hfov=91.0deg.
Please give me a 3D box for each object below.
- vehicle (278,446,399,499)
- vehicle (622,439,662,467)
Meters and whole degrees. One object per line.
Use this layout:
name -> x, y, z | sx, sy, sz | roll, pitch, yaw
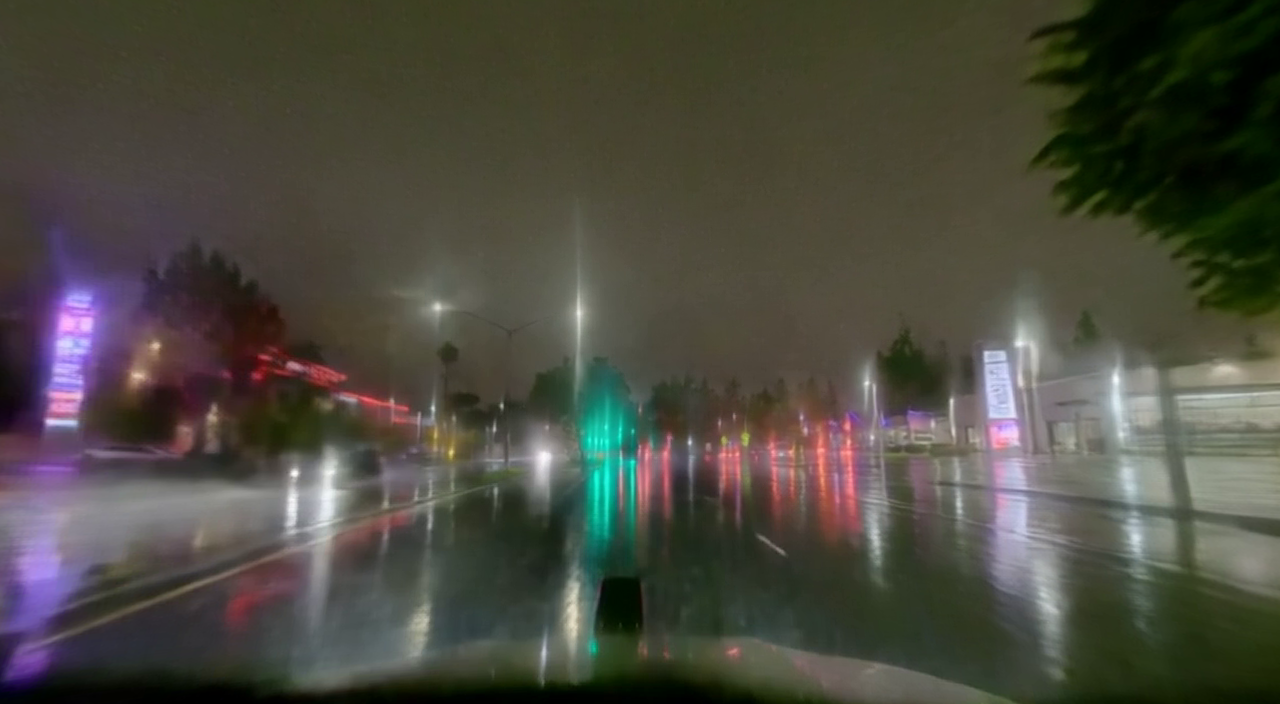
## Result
vehicle -> -9.314, 3.721, 19.876 | 1.795, 1.426, 4.216 | 0, -8, -1
vehicle -> 0.041, 5.409, 33.948 | 1.998, 1.452, 3.773 | 0, -8, -2
